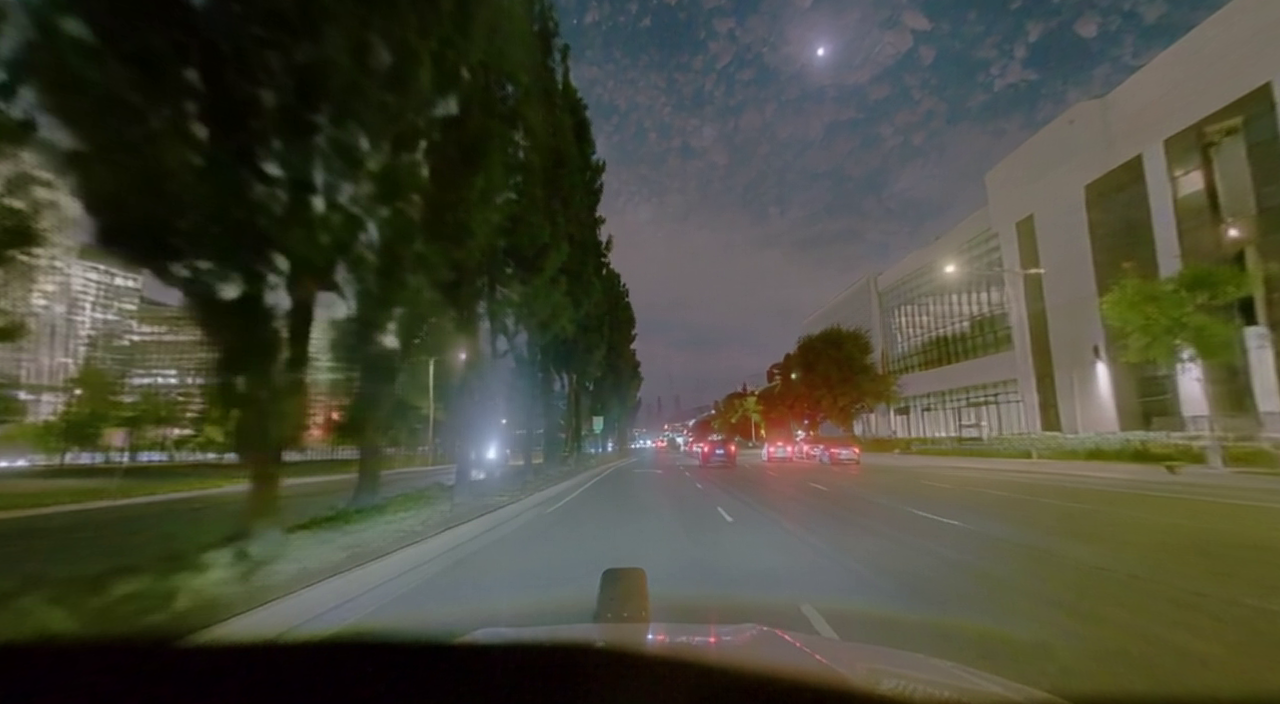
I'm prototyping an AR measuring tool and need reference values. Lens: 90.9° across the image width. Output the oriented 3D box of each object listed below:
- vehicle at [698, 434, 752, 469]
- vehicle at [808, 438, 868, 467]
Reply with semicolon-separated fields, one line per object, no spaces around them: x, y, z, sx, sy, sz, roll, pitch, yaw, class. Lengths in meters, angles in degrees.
4.397;5.248;33.295;2.216;1.675;4.627;0;-9;0;vehicle
10.875;5.554;34.922;1.840;1.467;4.731;0;-9;1;vehicle
